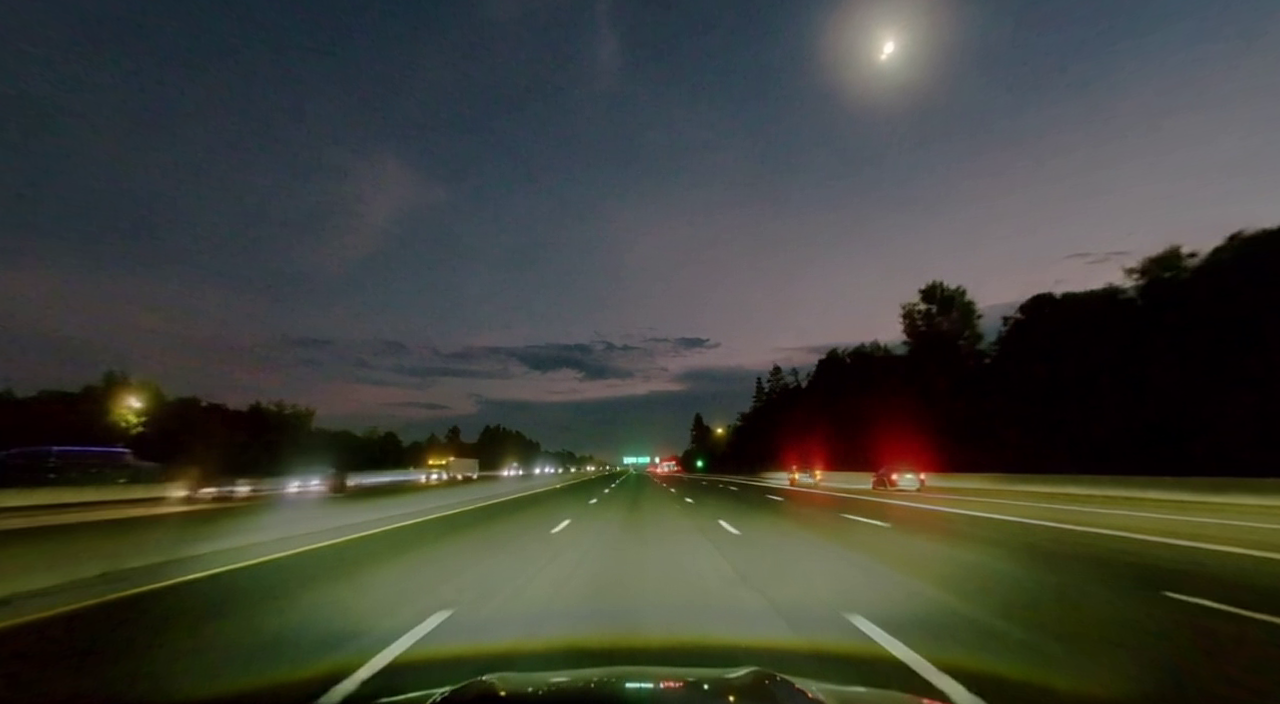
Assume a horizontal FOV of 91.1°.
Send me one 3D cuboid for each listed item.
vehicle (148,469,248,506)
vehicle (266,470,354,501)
[{"bbox_3d":[-20.048,6.141,28.688,1.829,1.494,3.597,1,-10,0],"label":"vehicle"},{"bbox_3d":[-16.424,6.646,31.570,2.060,1.374,4.311,1,-10,0],"label":"vehicle"}]
